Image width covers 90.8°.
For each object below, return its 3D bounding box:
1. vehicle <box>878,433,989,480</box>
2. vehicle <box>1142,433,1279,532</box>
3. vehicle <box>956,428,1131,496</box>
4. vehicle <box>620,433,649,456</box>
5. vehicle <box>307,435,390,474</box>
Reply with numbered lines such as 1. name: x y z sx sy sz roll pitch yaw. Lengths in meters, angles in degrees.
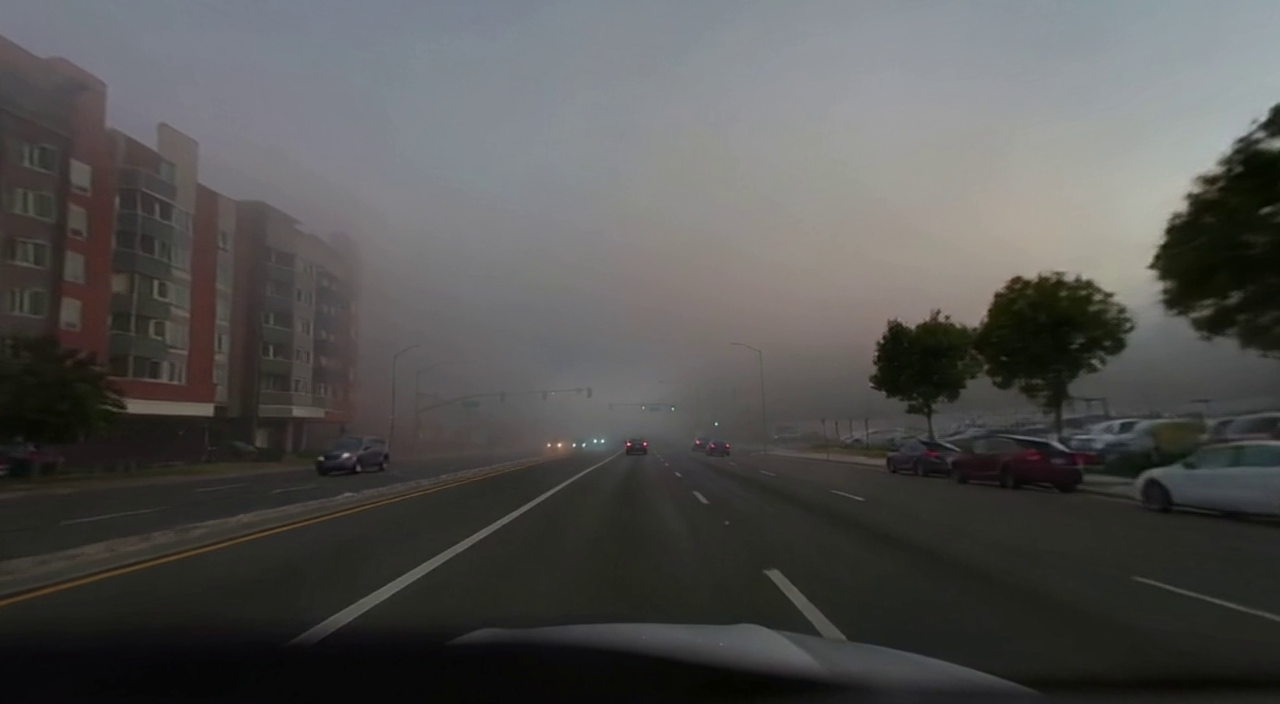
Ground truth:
1. vehicle: 10.368 3.722 22.740 1.948 1.489 4.276 0 -9 0
2. vehicle: 10.323 1.948 9.497 1.861 1.446 4.413 0 -9 -1
3. vehicle: 10.562 2.904 16.978 1.905 1.597 4.040 0 -9 -2
4. vehicle: -0.403 6.722 45.968 2.032 1.593 3.896 0 -9 0
5. vehicle: -13.789 4.871 30.193 2.046 1.682 4.518 0 -9 -4
